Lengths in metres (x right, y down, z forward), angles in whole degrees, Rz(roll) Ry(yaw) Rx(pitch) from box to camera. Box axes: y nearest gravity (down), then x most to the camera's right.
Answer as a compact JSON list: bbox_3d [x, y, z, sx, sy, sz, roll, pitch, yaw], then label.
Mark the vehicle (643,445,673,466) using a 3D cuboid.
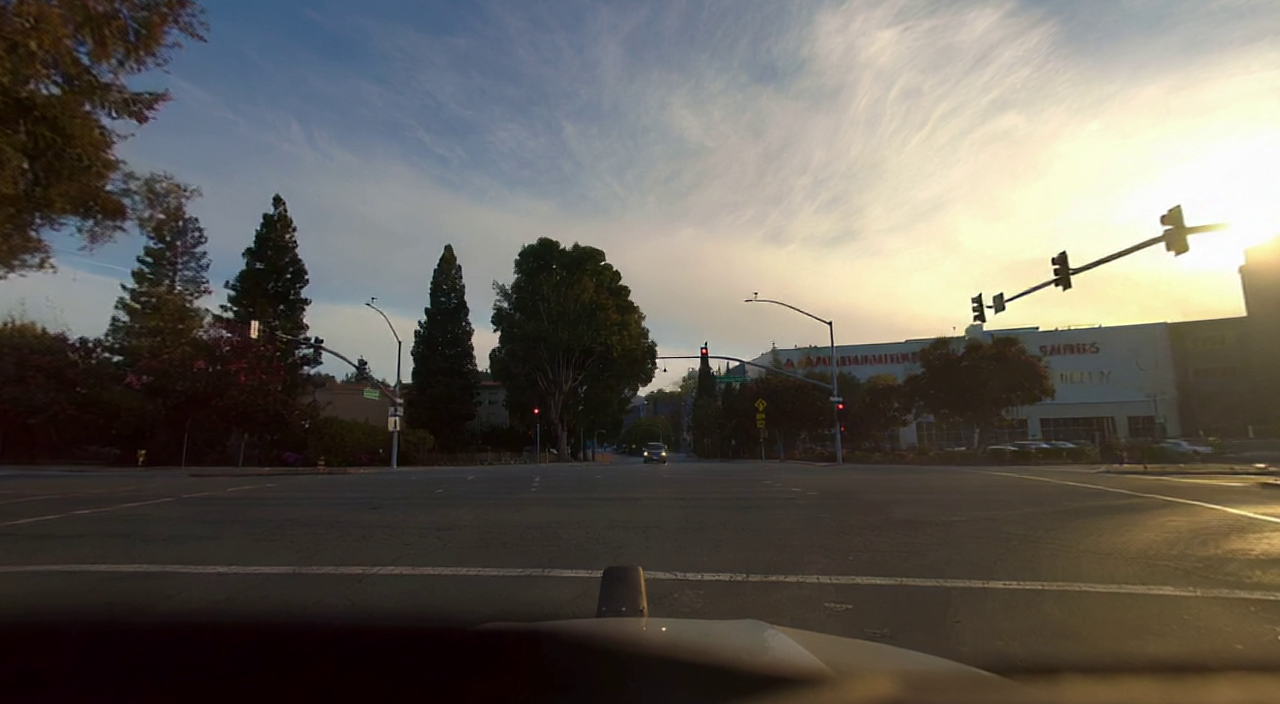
[{"bbox_3d":[1.270,7.614,46.466,2.132,1.449,4.235,0,-9,0],"label":"vehicle"}]
